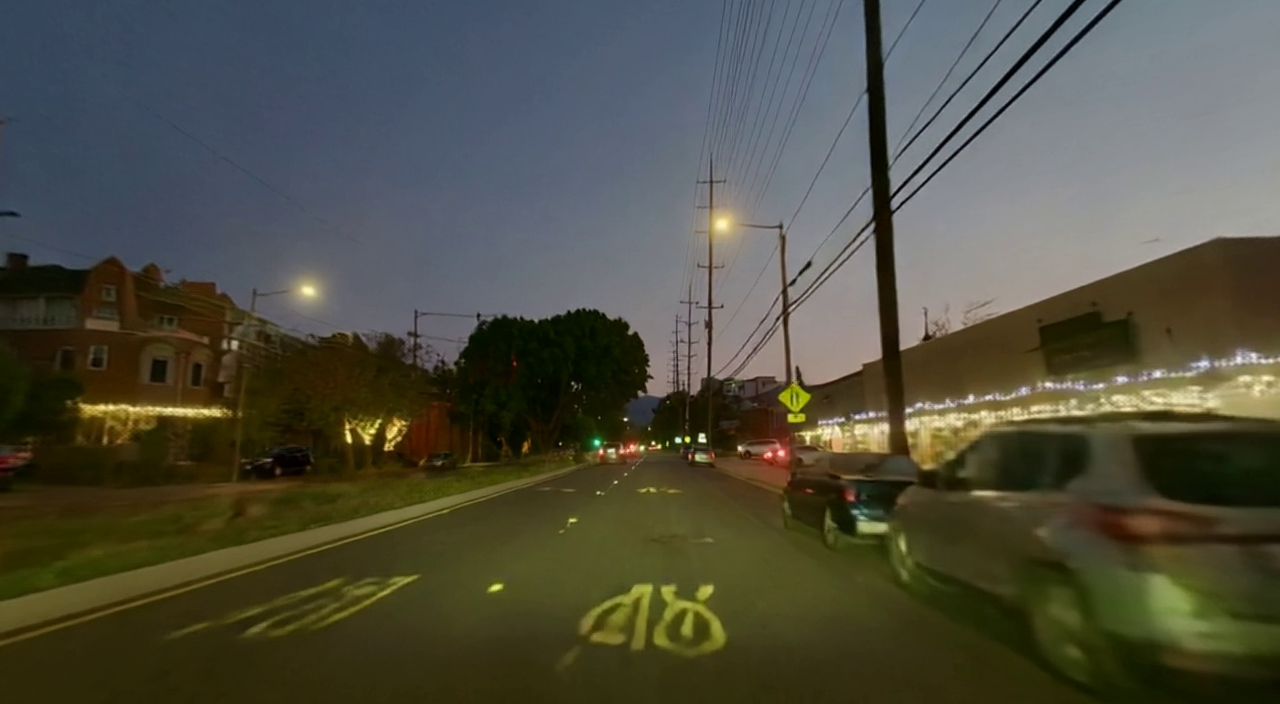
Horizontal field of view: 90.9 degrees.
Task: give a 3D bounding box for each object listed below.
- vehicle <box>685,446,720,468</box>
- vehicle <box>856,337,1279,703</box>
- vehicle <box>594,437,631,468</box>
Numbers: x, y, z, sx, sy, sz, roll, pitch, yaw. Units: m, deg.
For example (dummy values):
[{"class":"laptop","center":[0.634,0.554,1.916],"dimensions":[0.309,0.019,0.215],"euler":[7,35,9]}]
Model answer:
[{"class":"vehicle","center":[4.395,7.442,44.862],"dimensions":[2.042,1.465,4.455],"euler":[0,-9,0]},{"class":"vehicle","center":[3.233,1.118,4.255],"dimensions":[1.896,1.725,4.500],"euler":[0,-9,-1]},{"class":"vehicle","center":[-1.827,6.912,43.396],"dimensions":[2.202,1.961,4.980],"euler":[0,-9,1]}]
